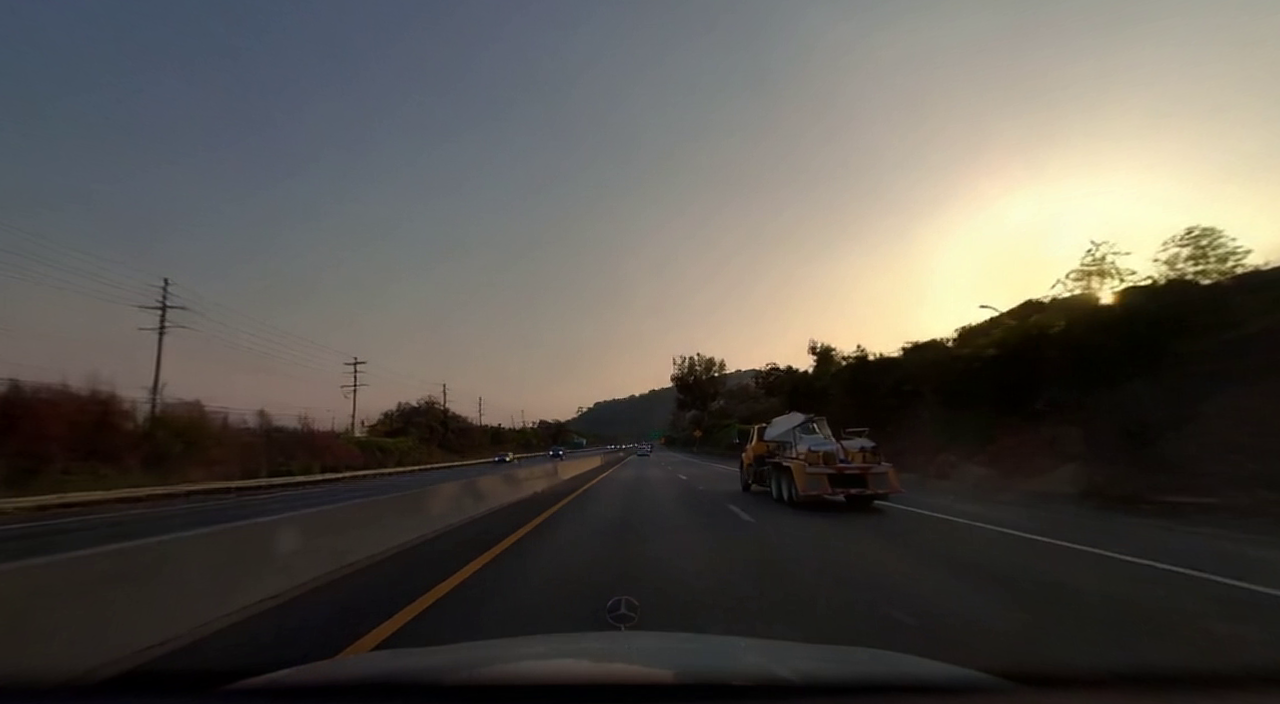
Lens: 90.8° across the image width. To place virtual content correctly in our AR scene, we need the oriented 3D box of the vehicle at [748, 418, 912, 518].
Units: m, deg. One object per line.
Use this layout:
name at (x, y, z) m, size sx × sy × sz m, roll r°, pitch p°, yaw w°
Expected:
vehicle at (4.317, 2.765, 15.490) m, size 2.309 × 2.003 × 5.139 m, roll 0°, pitch -9°, yaw -1°
